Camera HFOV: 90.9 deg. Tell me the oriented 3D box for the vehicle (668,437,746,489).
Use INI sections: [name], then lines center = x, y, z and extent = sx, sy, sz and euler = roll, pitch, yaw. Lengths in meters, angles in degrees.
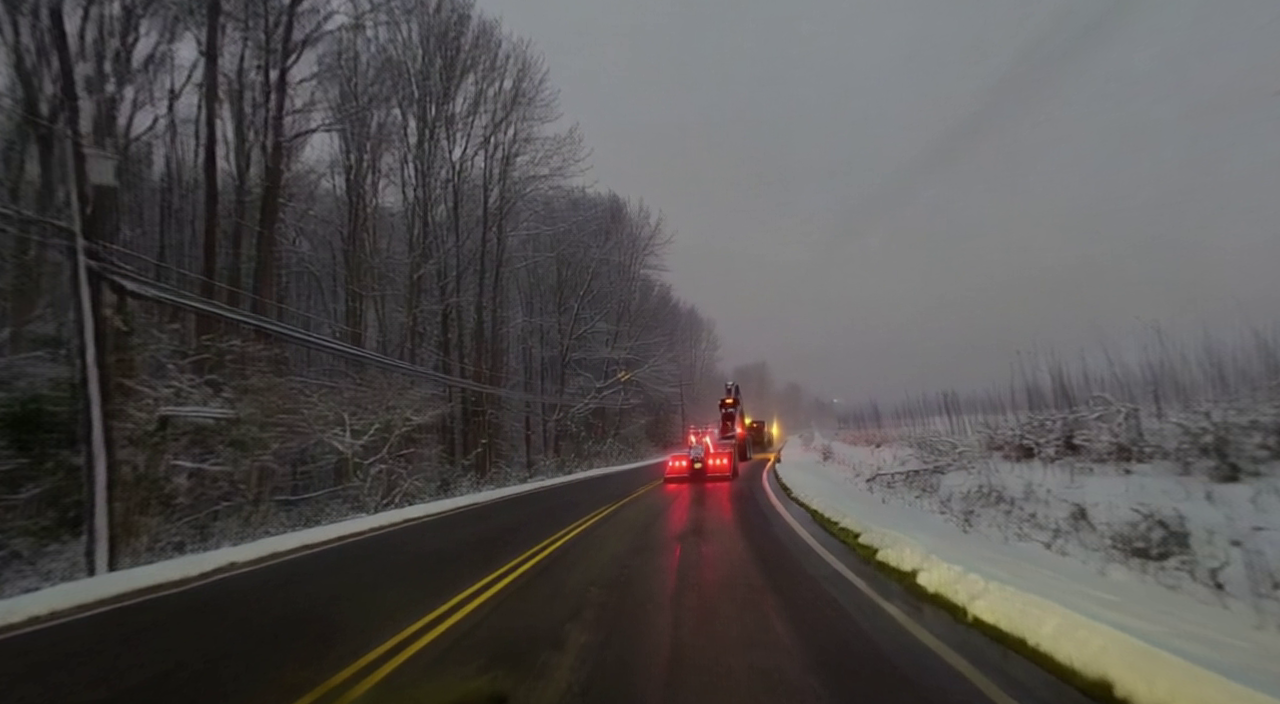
[vehicle]
center = 2.161, 3.497, 20.161
extent = 2.196, 1.465, 4.294
euler = -1, -8, 7
